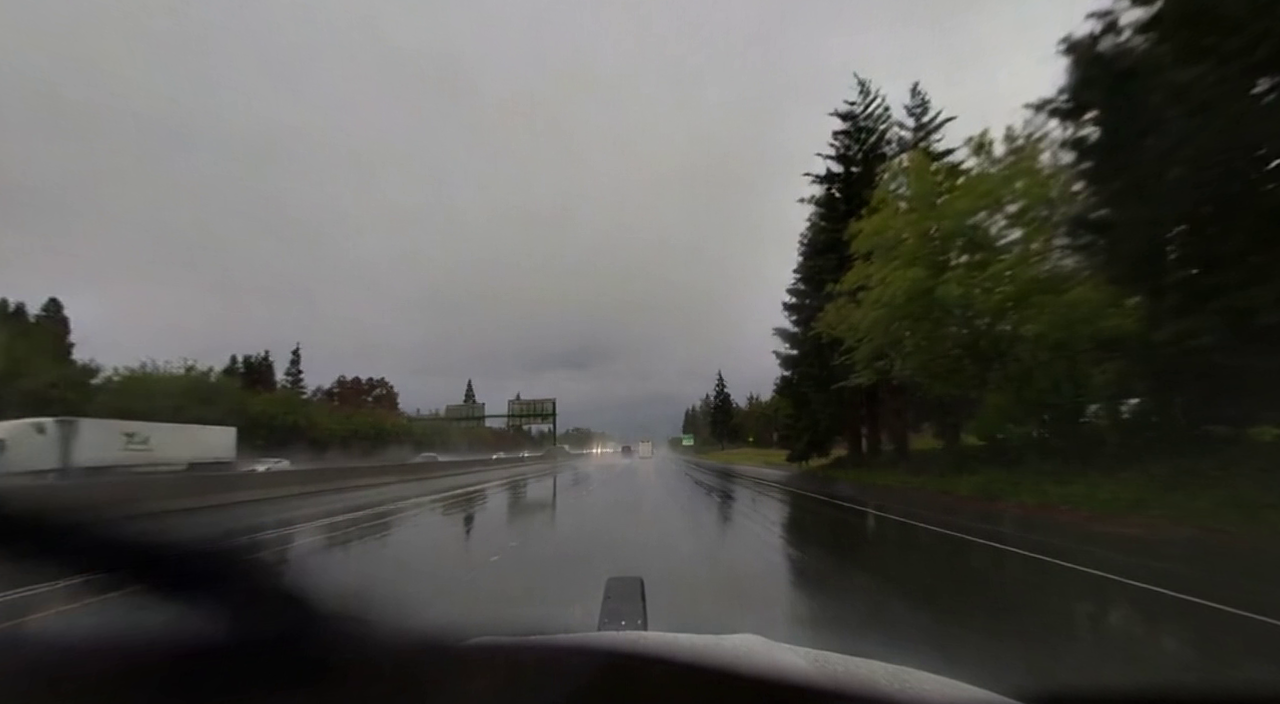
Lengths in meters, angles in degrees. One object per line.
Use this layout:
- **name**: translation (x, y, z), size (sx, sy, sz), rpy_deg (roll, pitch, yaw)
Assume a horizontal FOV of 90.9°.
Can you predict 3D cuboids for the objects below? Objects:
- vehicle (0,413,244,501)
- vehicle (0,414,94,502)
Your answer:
- **vehicle**: translation (-30.393, 6.170, 37.616), size (2.889, 4.119, 15.342), rpy_deg (-1, -9, 3)
- **vehicle**: translation (-30.694, 5.090, 30.364), size (2.958, 4.004, 5.956), rpy_deg (0, -9, 2)
